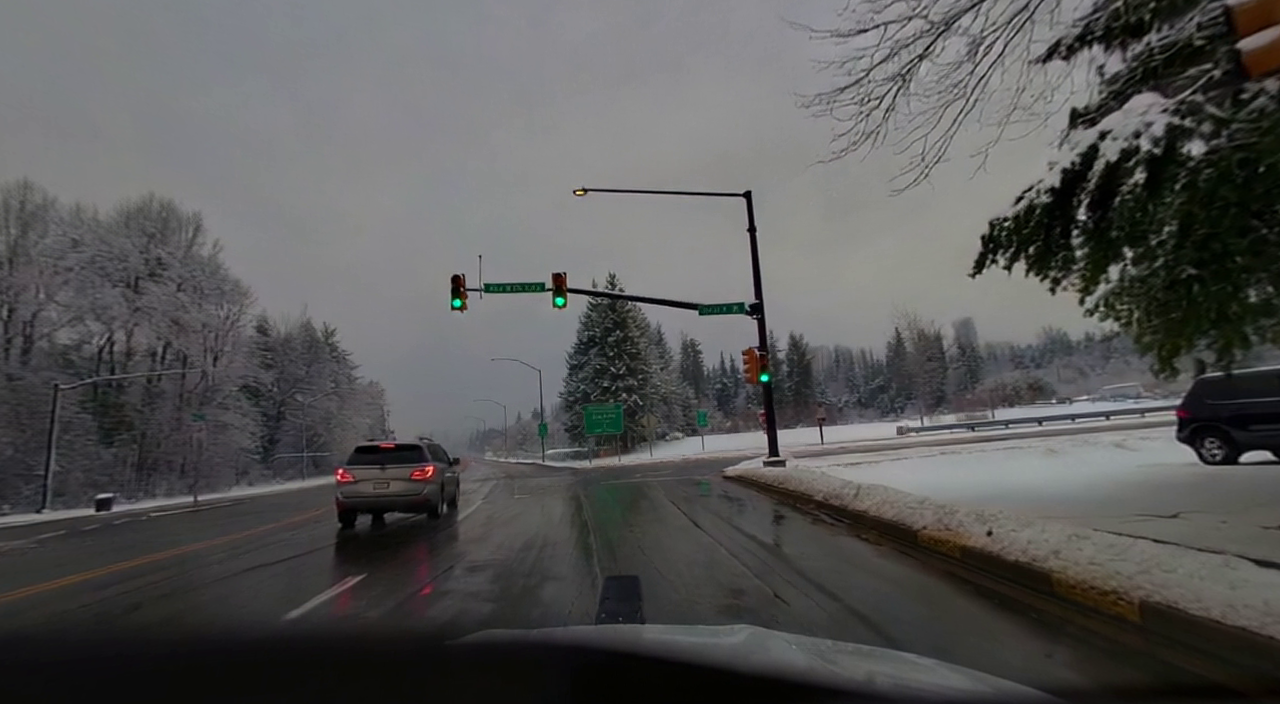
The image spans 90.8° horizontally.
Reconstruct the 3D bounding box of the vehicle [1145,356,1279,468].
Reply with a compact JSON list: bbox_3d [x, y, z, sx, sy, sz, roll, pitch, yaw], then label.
[{"bbox_3d":[10.607,0.916,9.933,1.855,1.669,4.529,-5,-9,6],"label":"vehicle"}]

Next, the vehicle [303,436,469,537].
[{"bbox_3d":[-4.992,2.666,13.236,2.134,1.707,4.471,1,-9,-8],"label":"vehicle"}]
